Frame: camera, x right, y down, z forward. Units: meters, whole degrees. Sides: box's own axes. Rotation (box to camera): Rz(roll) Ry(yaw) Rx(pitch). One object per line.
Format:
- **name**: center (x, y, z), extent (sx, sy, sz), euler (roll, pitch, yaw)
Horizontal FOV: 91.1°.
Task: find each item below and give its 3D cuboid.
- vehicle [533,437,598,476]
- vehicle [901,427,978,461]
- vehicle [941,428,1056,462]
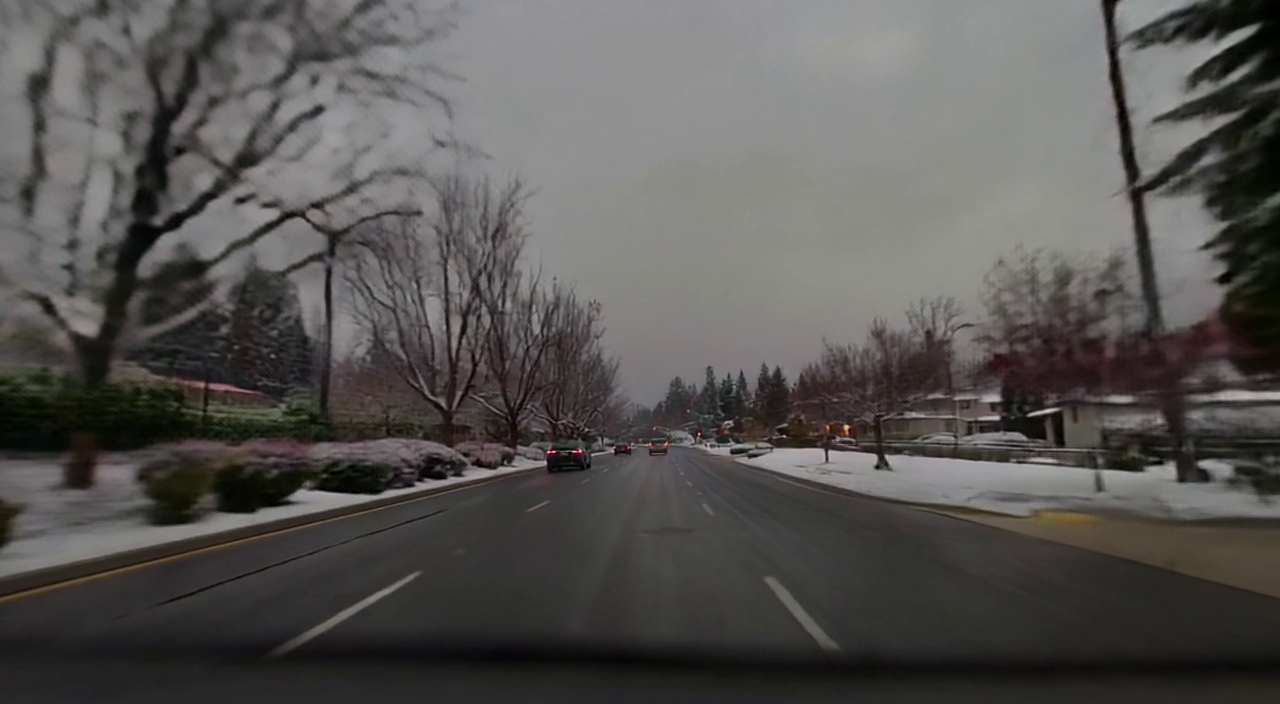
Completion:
- **vehicle**: center (-3.029, 4.363, 26.475), extent (2.036, 1.478, 4.508), euler (0, -8, 2)
- **vehicle**: center (21.201, 6.548, 44.760), extent (2.624, 2.088, 5.064), euler (-3, -8, -5)
- **vehicle**: center (22.008, 5.770, 38.943), extent (2.426, 1.902, 6.126), euler (2, -9, -15)
